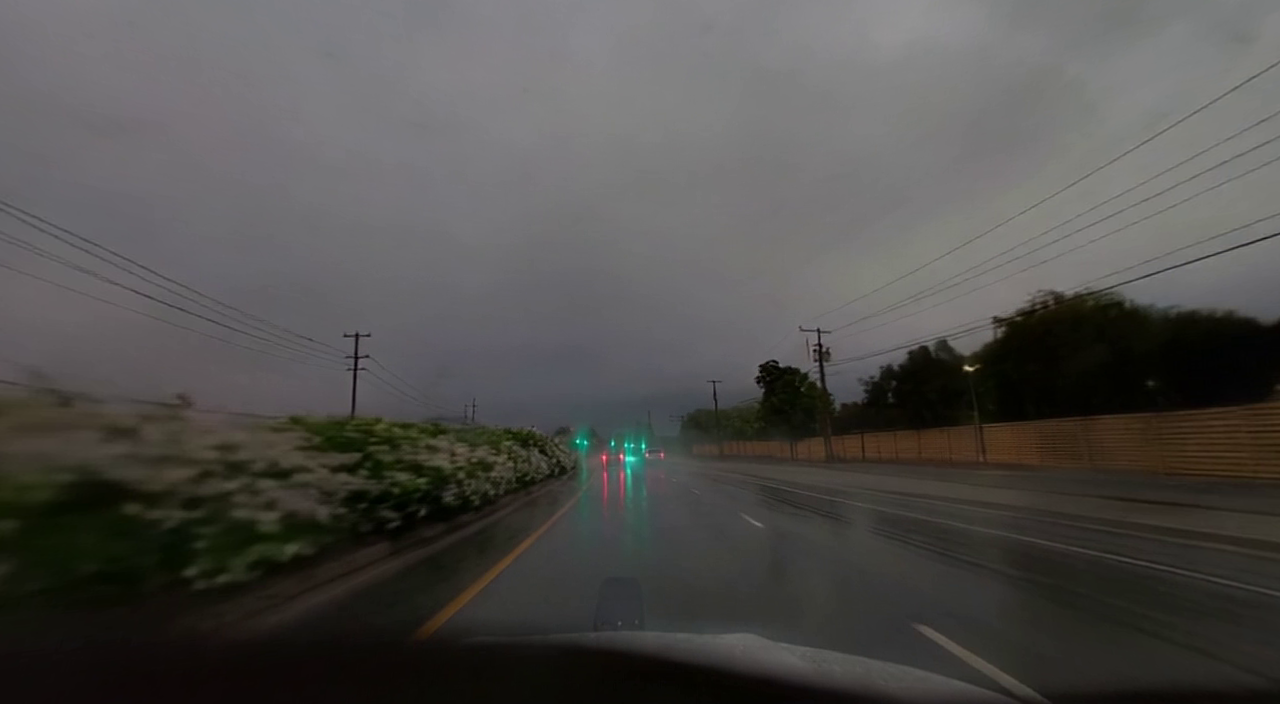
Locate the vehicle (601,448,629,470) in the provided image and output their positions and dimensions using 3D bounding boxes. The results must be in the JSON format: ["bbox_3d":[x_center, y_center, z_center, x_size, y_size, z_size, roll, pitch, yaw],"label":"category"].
[{"bbox_3d":[-2.019,8.391,49.505,2.005,1.633,4.044,1,-9,-4],"label":"vehicle"}]
